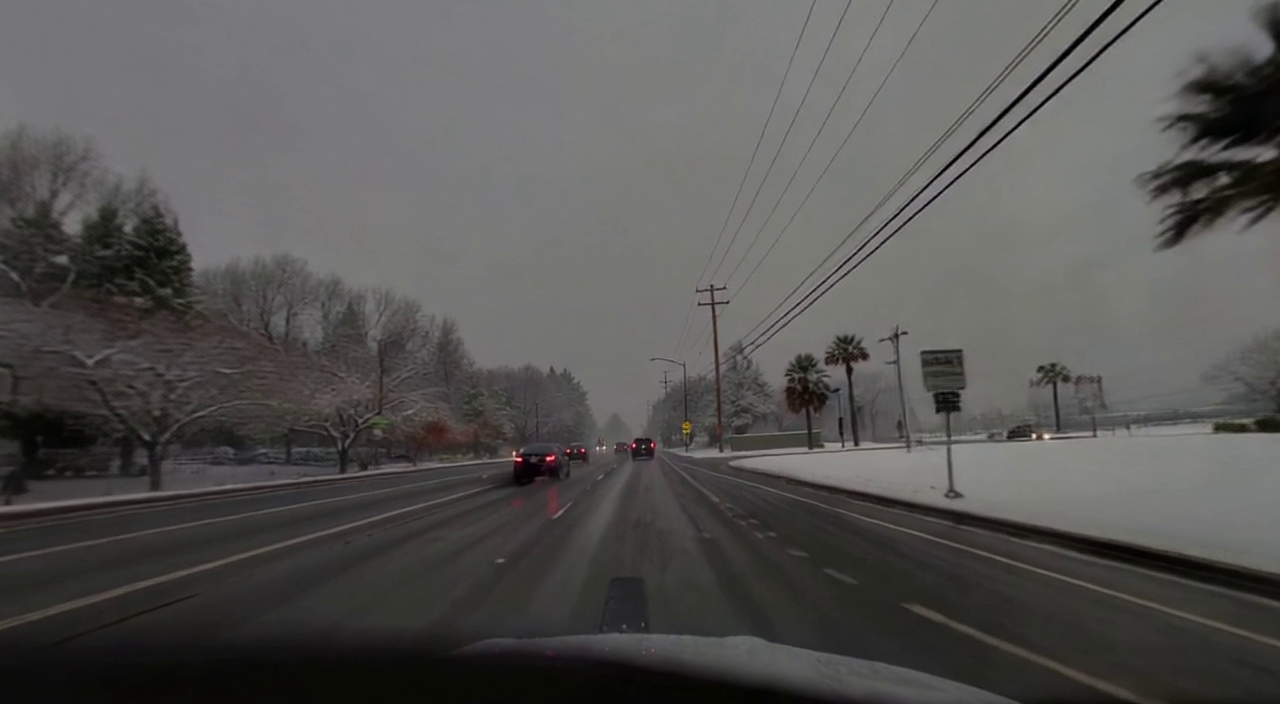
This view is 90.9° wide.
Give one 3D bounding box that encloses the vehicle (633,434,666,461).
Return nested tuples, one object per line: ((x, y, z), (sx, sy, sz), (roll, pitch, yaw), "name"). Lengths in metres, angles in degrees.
((0.634, 6.683, 44.130), (2.155, 1.781, 3.977), (0, -9, 0), "vehicle")

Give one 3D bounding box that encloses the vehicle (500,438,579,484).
((-3.411, 3.798, 22.228), (1.982, 1.451, 4.152), (-1, -9, 2), "vehicle")
